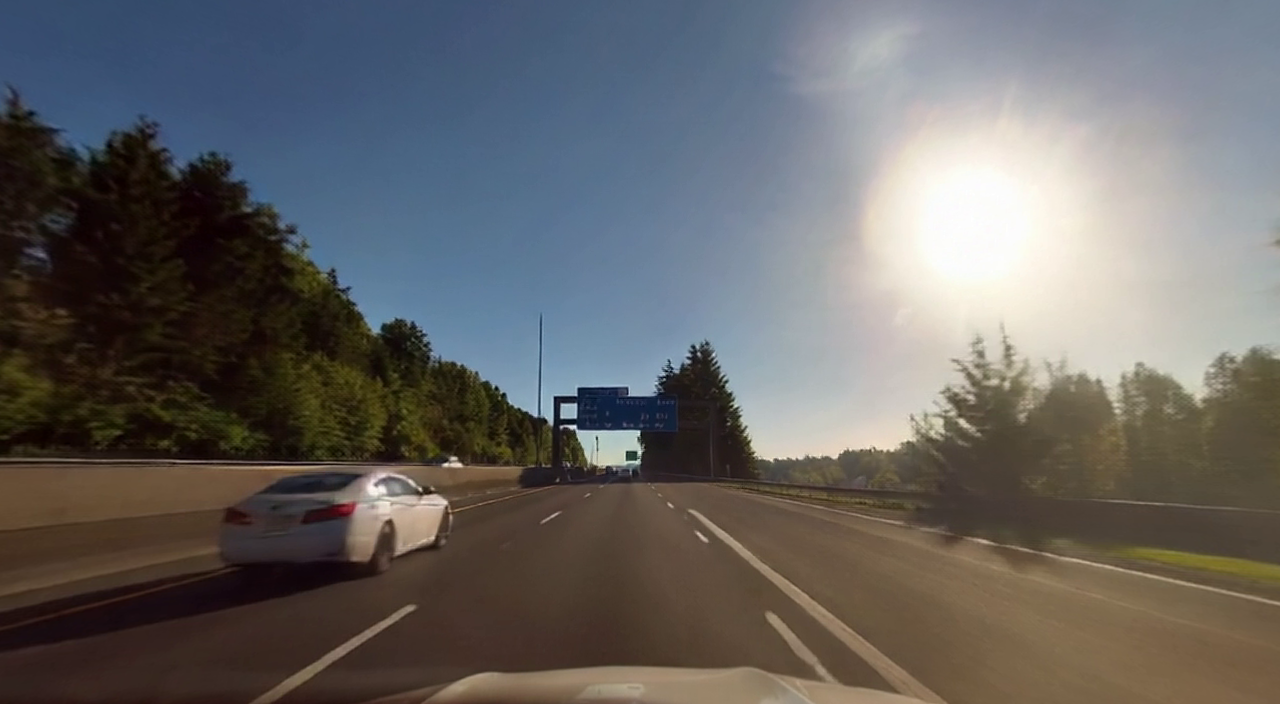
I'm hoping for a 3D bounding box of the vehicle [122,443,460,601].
[{"bbox_3d":[-3.938,2.006,8.132,2.006,1.469,4.050,1,-10,0],"label":"vehicle"}]
